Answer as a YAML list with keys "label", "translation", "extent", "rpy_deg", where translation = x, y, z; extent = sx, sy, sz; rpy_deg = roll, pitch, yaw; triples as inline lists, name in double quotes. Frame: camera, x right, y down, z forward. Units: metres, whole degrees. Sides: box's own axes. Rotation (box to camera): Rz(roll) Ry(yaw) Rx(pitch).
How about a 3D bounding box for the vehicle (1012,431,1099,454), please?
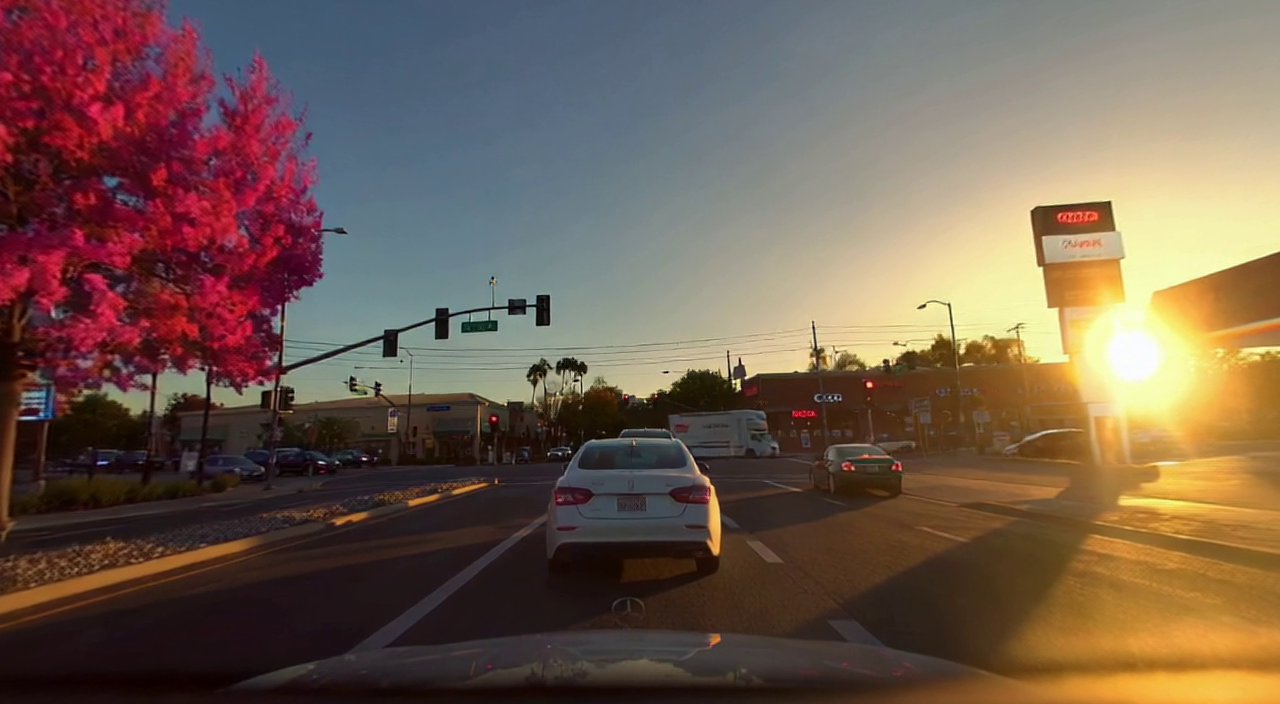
- label: "vehicle"
  translation: [28.399, 6.192, 43.202]
  extent: [4.458, 1.510, 1.947]
  rpy_deg: [-1, -8, 6]

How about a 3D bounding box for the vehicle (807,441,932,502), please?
- label: "vehicle"
  translation: [6.383, 3.351, 18.152]
  extent: [1.942, 1.511, 4.390]
  rpy_deg: [0, -8, 0]

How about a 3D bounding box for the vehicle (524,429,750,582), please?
- label: "vehicle"
  translation: [-0.052, 1.804, 8.276]
  extent: [2.213, 1.482, 4.057]
  rpy_deg: [0, -8, -1]

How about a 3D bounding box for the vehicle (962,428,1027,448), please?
- label: "vehicle"
  translation: [27.702, 6.753, 49.327]
  extent: [3.968, 1.572, 1.740]
  rpy_deg: [0, -8, 3]

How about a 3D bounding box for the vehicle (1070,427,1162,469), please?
- label: "vehicle"
  translation: [18.560, 3.717, 24.506]
  extent: [4.300, 1.495, 2.053]
  rpy_deg: [8, -12, -44]

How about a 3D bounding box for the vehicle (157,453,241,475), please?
- label: "vehicle"
  translation: [-30.383, 7.697, 43.460]
  extent: [4.609, 1.465, 1.944]
  rpy_deg: [-2, -8, 10]
